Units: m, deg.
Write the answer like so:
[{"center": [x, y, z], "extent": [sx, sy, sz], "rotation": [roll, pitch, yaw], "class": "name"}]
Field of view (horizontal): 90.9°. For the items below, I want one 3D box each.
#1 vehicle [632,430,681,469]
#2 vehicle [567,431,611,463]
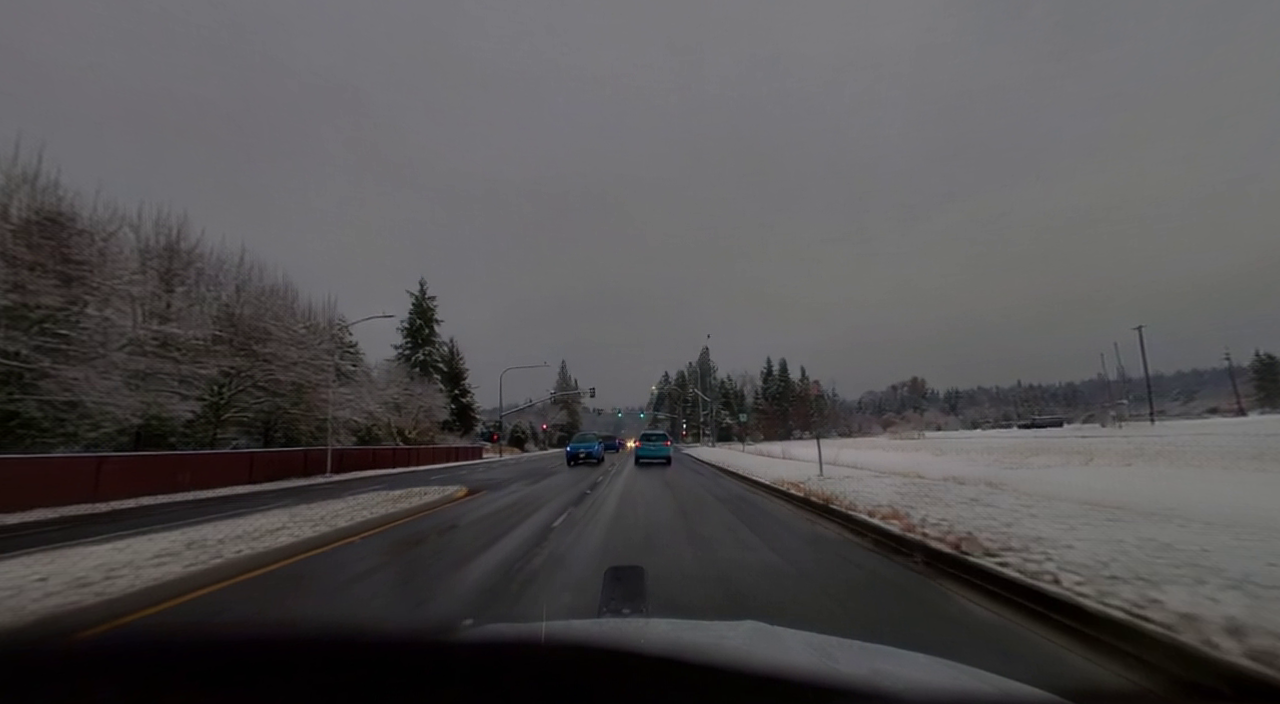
[{"center": [0.744, 4.564, 29.621], "extent": [2.127, 1.665, 3.993], "rotation": [0, -8, 0], "class": "vehicle"}, {"center": [-2.994, 5.710, 37.962], "extent": [2.190, 1.766, 4.394], "rotation": [0, -8, 1], "class": "vehicle"}]
